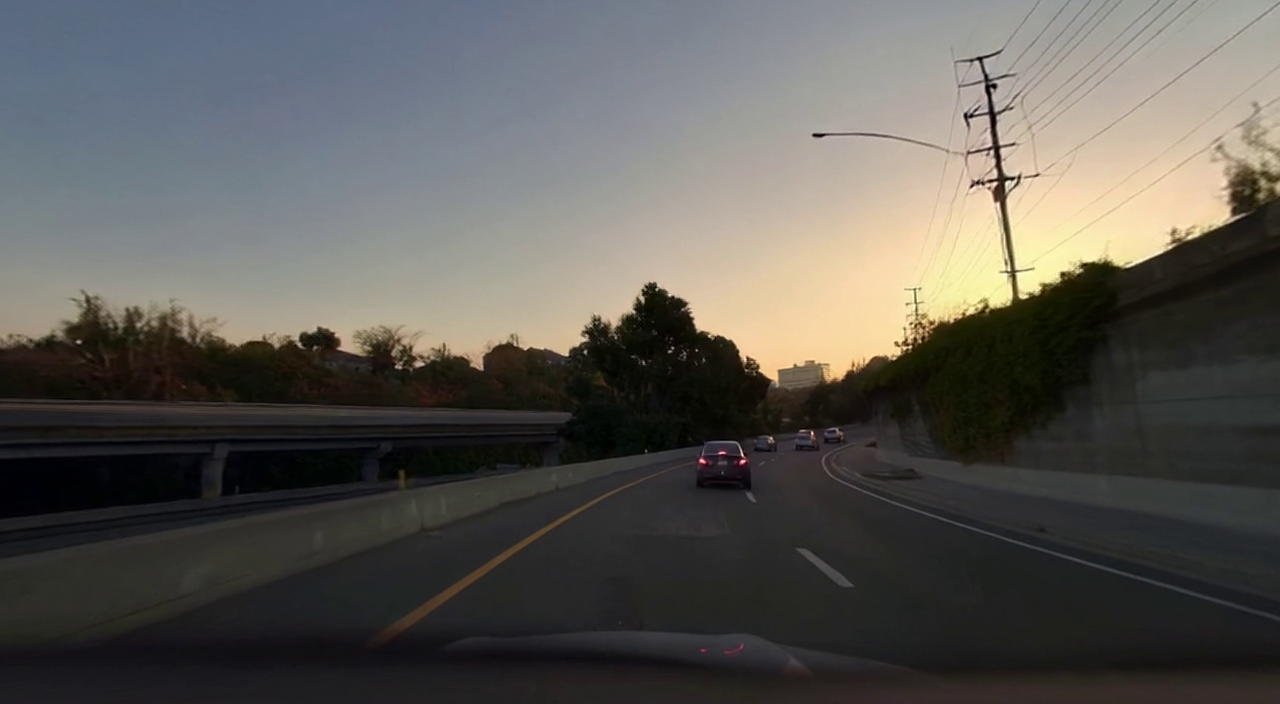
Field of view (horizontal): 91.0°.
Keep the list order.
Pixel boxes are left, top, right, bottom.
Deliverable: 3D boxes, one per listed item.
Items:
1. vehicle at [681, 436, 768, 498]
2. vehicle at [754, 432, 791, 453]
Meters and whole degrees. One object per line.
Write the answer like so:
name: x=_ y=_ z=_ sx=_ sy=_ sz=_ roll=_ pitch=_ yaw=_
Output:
vehicle: x=2.311 y=3.116 z=17.518 sx=2.091 sy=1.482 sz=4.321 roll=-1 pitch=-9 yaw=7
vehicle: x=9.992 y=6.800 z=47.371 sx=1.931 sy=1.485 sz=4.191 roll=-4 pitch=-9 yaw=22
